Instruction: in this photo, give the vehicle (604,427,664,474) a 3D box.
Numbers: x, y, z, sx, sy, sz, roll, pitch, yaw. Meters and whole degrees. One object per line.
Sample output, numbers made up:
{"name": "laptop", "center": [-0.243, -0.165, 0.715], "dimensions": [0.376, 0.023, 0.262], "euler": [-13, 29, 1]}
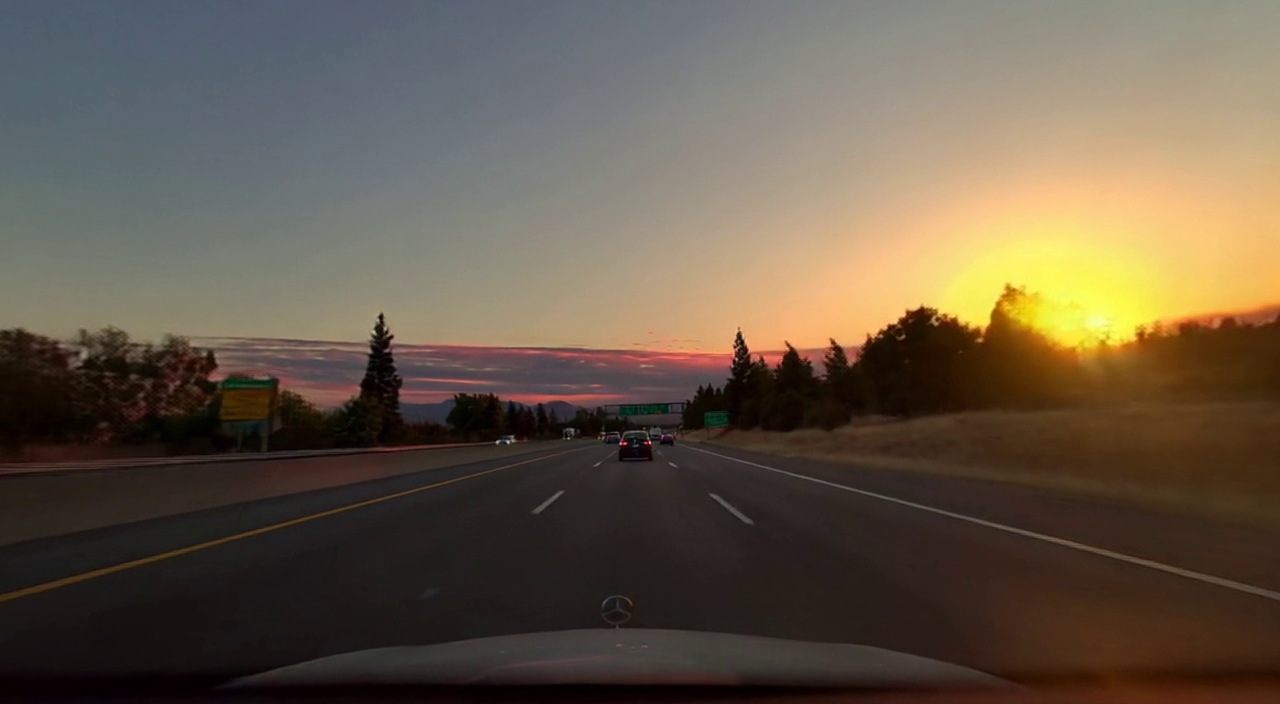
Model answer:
{"name": "vehicle", "center": [-0.244, 3.685, 23.839], "dimensions": [2.094, 1.600, 3.666], "euler": [0, -8, -1]}
